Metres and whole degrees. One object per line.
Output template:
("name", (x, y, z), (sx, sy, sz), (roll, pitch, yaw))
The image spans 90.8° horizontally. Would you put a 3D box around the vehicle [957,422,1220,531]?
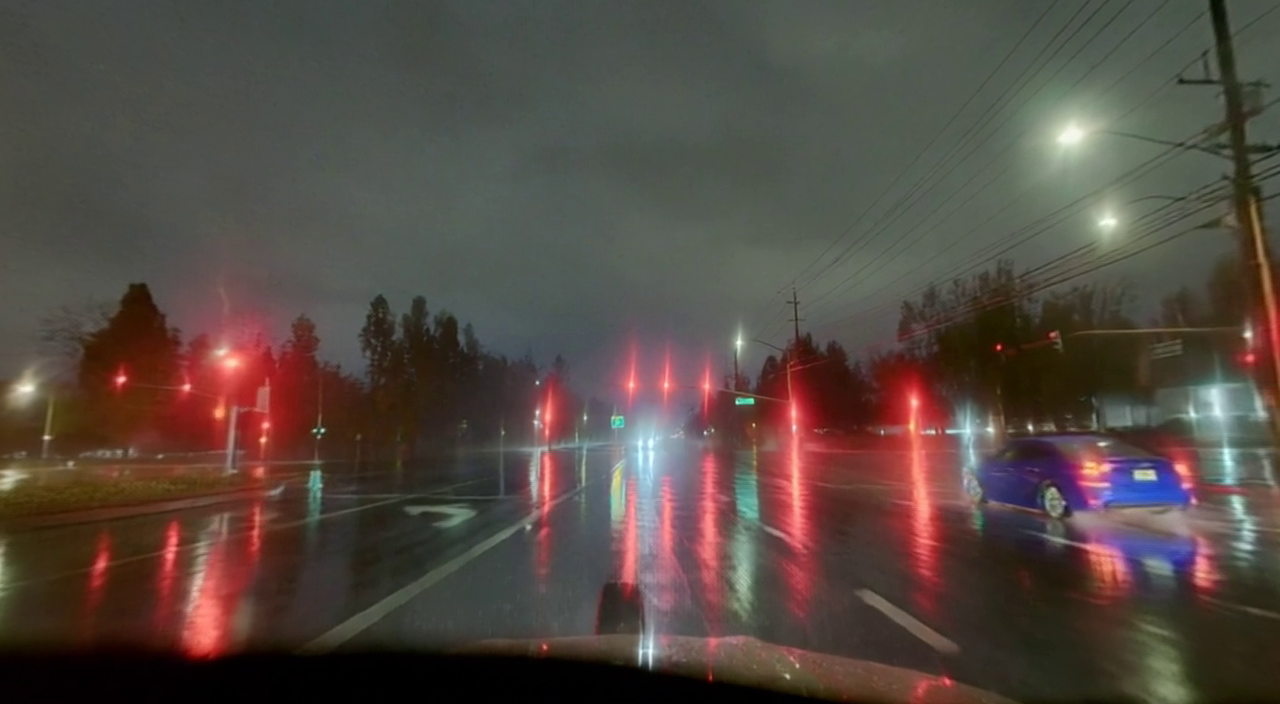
("vehicle", (7.398, 2.072, 10.972), (1.797, 1.544, 3.685), (0, -9, 0))
